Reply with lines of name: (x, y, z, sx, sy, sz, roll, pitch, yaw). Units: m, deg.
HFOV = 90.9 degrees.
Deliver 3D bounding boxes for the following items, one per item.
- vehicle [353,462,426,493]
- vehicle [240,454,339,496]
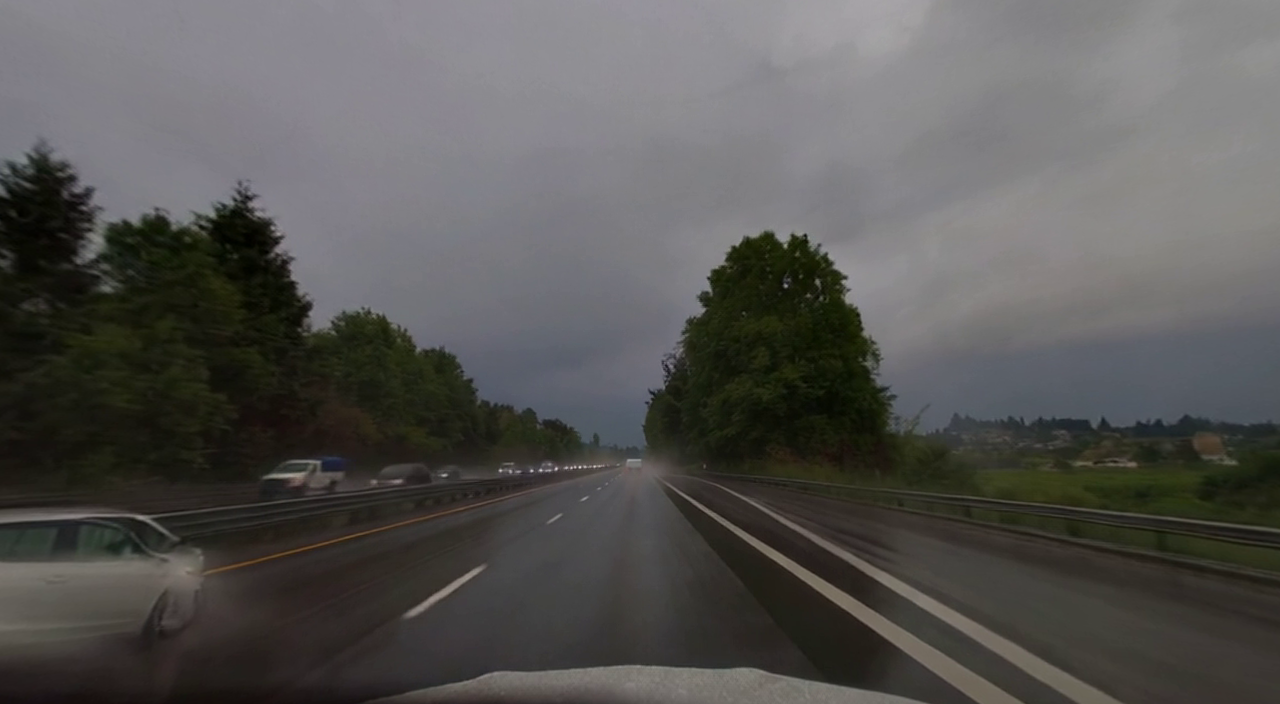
vehicle: (-12.705, 6.389, 32.259, 1.897, 1.455, 4.330, 1, -10, 0)
vehicle: (-17.086, 6.025, 31.043, 2.110, 1.857, 4.727, 1, -10, 0)
